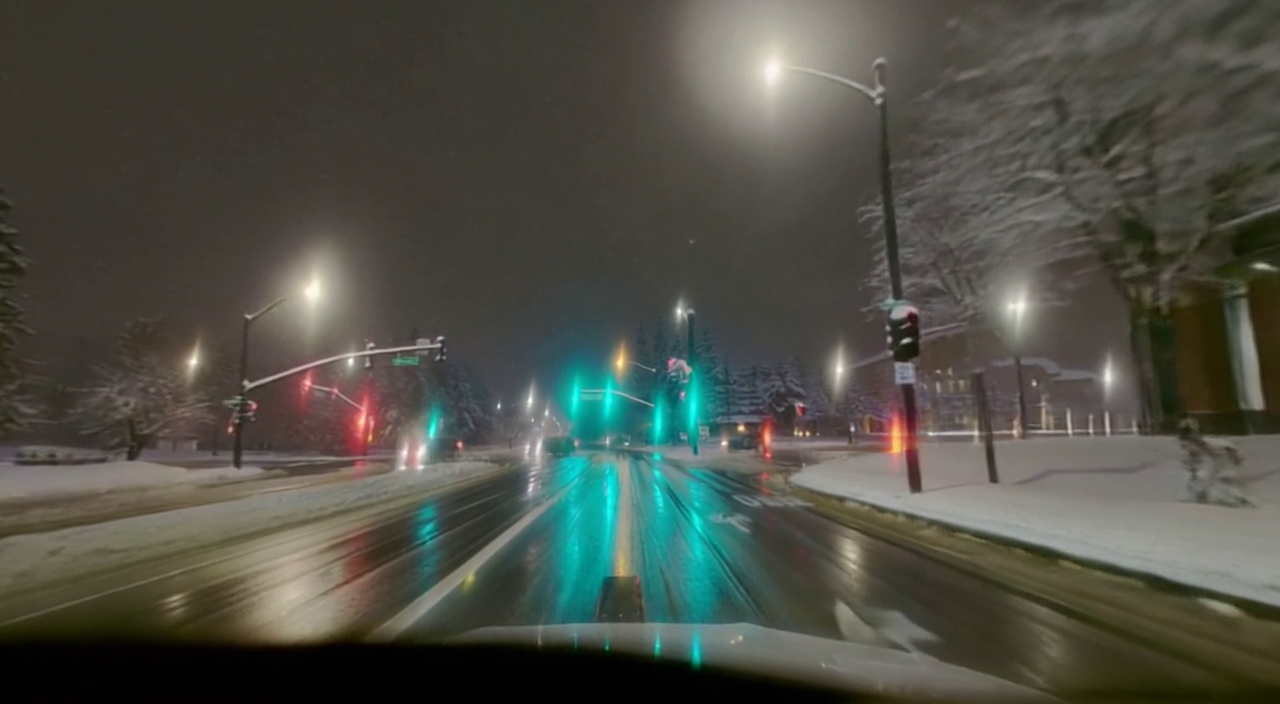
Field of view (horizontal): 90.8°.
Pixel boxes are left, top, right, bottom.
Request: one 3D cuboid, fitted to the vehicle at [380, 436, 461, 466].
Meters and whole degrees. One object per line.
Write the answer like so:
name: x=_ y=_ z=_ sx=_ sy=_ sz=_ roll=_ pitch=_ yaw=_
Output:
vehicle: x=-12.383 y=5.620 z=35.936 sx=2.111 sy=1.598 sz=4.359 roll=-3 pitch=-9 yaw=17
